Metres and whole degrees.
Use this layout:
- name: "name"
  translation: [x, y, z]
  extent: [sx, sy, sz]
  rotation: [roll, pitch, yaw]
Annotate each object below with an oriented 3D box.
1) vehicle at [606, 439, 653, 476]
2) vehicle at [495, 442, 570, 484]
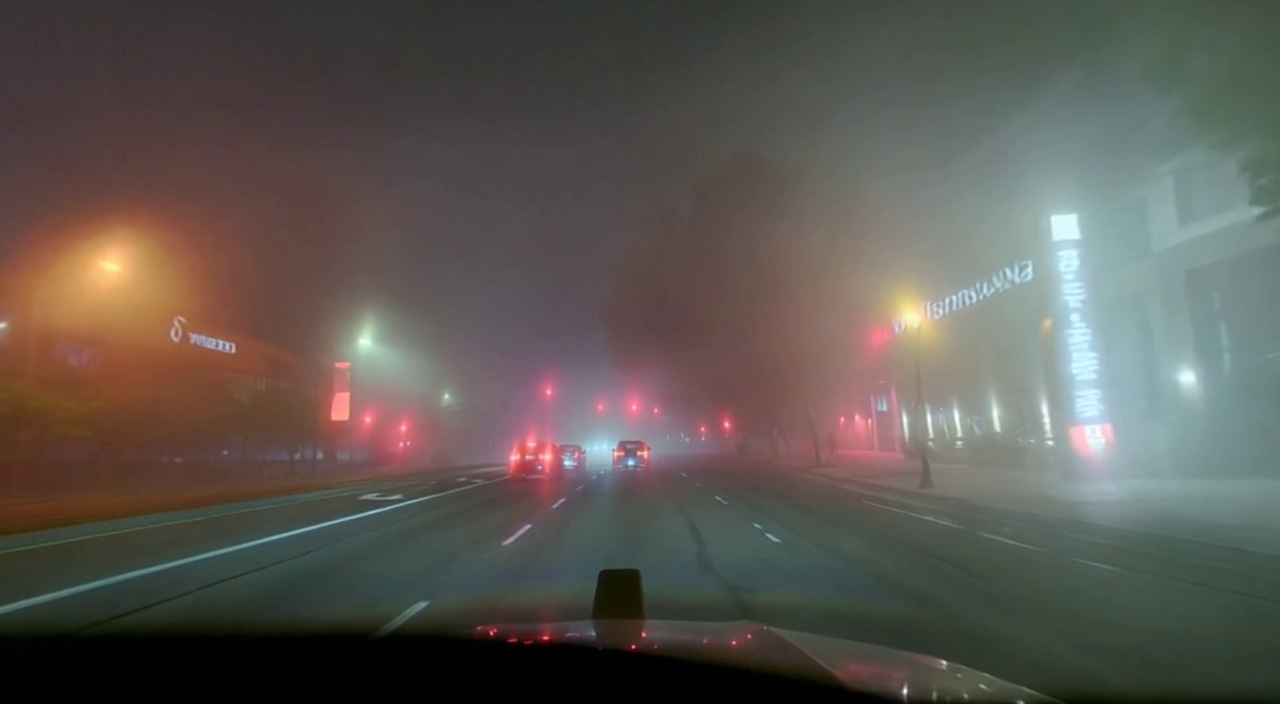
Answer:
- name: "vehicle"
  translation: [-0.443, 4.846, 29.266]
  extent: [2.042, 1.555, 3.912]
  rotation: [0, -9, 0]
- name: "vehicle"
  translation: [-4.019, 4.222, 24.404]
  extent: [2.020, 1.457, 4.496]
  rotation: [0, -9, 1]
